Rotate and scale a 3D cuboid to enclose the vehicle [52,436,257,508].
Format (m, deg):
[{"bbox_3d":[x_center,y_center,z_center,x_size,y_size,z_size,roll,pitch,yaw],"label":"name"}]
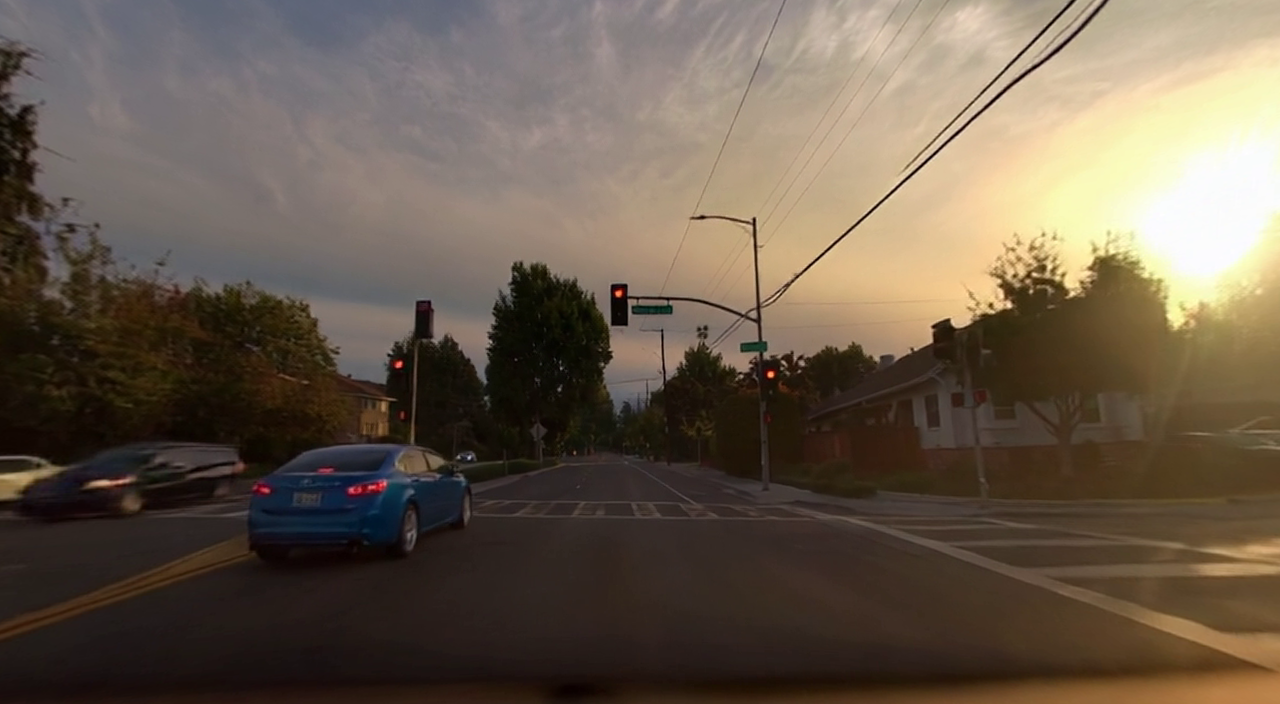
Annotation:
[{"bbox_3d":[-13.742,3.388,18.441,2.115,1.794,4.961,0,-8,-2],"label":"vehicle"}]

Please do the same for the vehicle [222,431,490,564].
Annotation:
[{"bbox_3d":[-3.803,2.001,9.569,1.980,1.508,4.502,0,-8,0],"label":"vehicle"}]
